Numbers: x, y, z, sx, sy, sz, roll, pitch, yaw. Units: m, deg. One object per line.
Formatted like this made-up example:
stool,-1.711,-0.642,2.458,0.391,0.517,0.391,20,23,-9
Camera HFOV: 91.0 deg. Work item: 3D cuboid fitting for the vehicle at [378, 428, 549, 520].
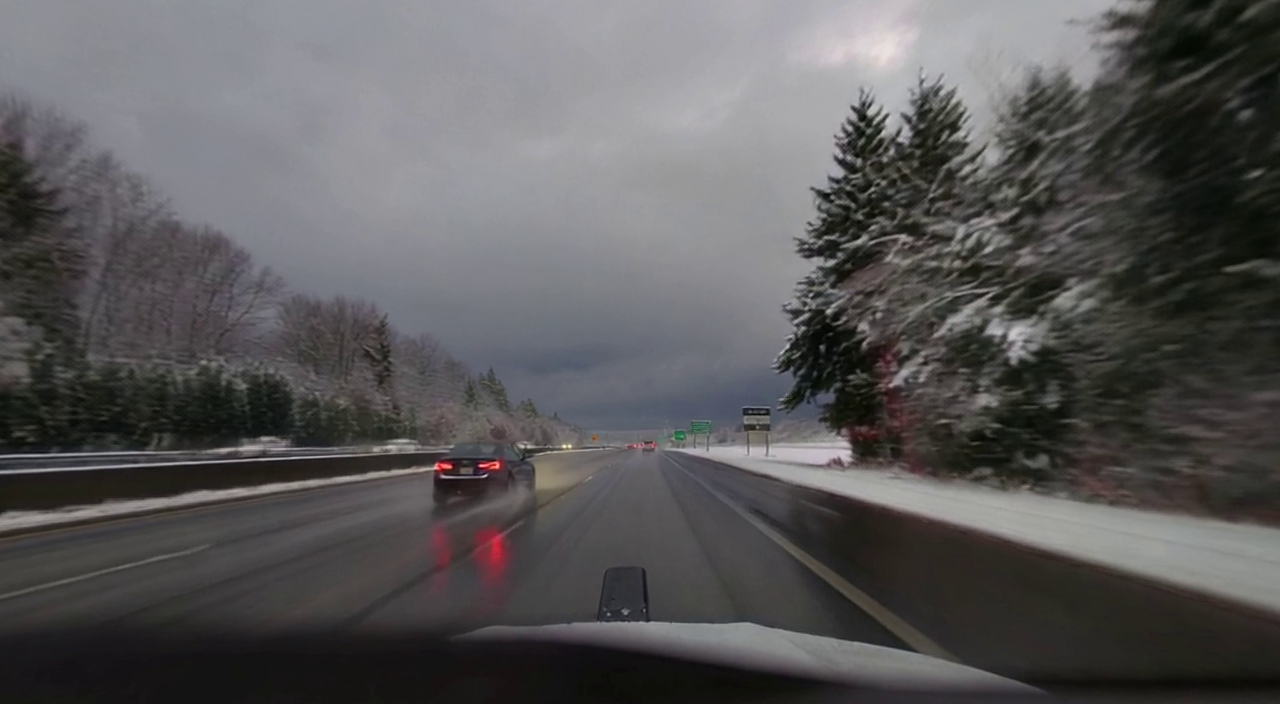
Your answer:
vehicle,-3.423,2.468,13.379,2.061,1.572,4.814,0,-8,3

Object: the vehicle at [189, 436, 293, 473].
vehicle,-19.798,5.077,31.526,2.081,1.688,4.717,0,-8,0

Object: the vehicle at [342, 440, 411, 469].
vehicle,-15.503,6.049,37.322,1.976,1.592,4.573,0,-8,2
